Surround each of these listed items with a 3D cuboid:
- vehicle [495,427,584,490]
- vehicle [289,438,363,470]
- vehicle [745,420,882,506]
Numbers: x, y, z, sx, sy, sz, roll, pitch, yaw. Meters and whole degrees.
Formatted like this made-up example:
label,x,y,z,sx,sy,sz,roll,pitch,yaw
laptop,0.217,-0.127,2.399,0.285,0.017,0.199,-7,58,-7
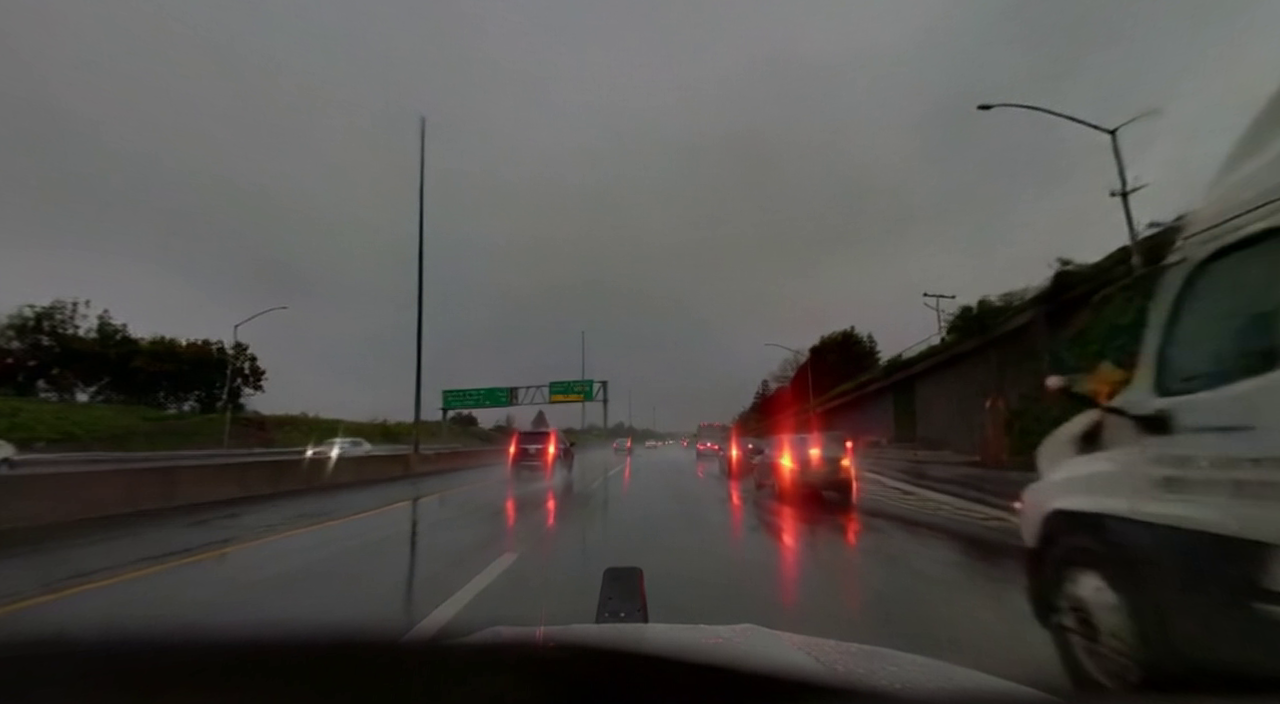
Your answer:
label,x,y,z,sx,sy,sz,roll,pitch,yaw
vehicle,-3.029,3.324,19.952,2.006,1.741,4.277,-1,-9,1
vehicle,-18.398,5.979,37.203,1.922,1.713,4.461,-1,-9,2
vehicle,3.882,2.589,15.056,1.991,1.715,4.455,-1,-9,0
